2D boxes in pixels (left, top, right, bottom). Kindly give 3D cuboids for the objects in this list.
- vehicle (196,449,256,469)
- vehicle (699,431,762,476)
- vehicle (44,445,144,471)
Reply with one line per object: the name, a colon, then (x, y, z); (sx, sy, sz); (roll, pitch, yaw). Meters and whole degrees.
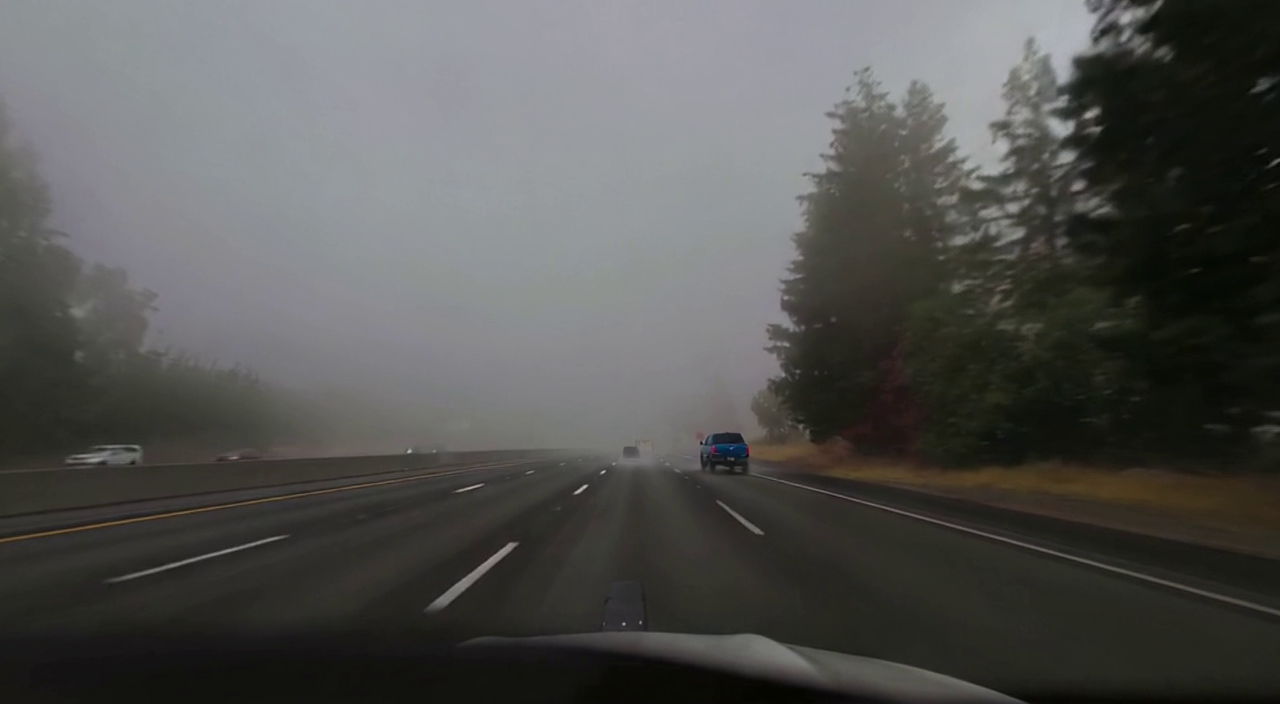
vehicle: (-32.638, 8.402, 49.823); (1.837, 1.432, 4.253); (0, -8, 0)
vehicle: (4.221, 4.806, 30.151); (2.172, 1.930, 4.879); (0, -8, -1)
vehicle: (-39.720, 7.693, 46.098); (2.139, 1.695, 5.697); (-1, -8, 1)
